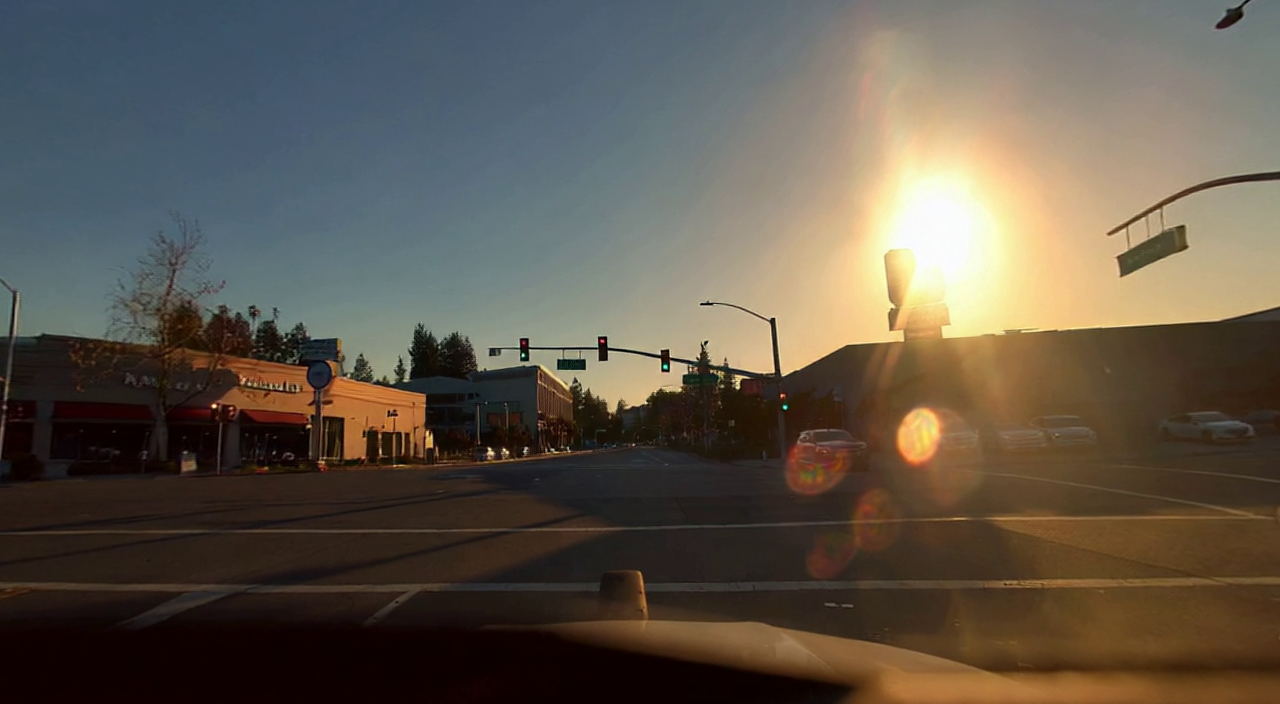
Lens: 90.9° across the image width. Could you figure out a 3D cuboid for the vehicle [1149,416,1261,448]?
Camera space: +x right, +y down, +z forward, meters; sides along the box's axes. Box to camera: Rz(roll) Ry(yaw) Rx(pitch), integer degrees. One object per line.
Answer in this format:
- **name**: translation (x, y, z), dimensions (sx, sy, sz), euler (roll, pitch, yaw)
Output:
- **vehicle**: translation (28.272, 4.074, 31.724), dimensions (1.799, 1.459, 4.266), euler (-1, -8, 3)
